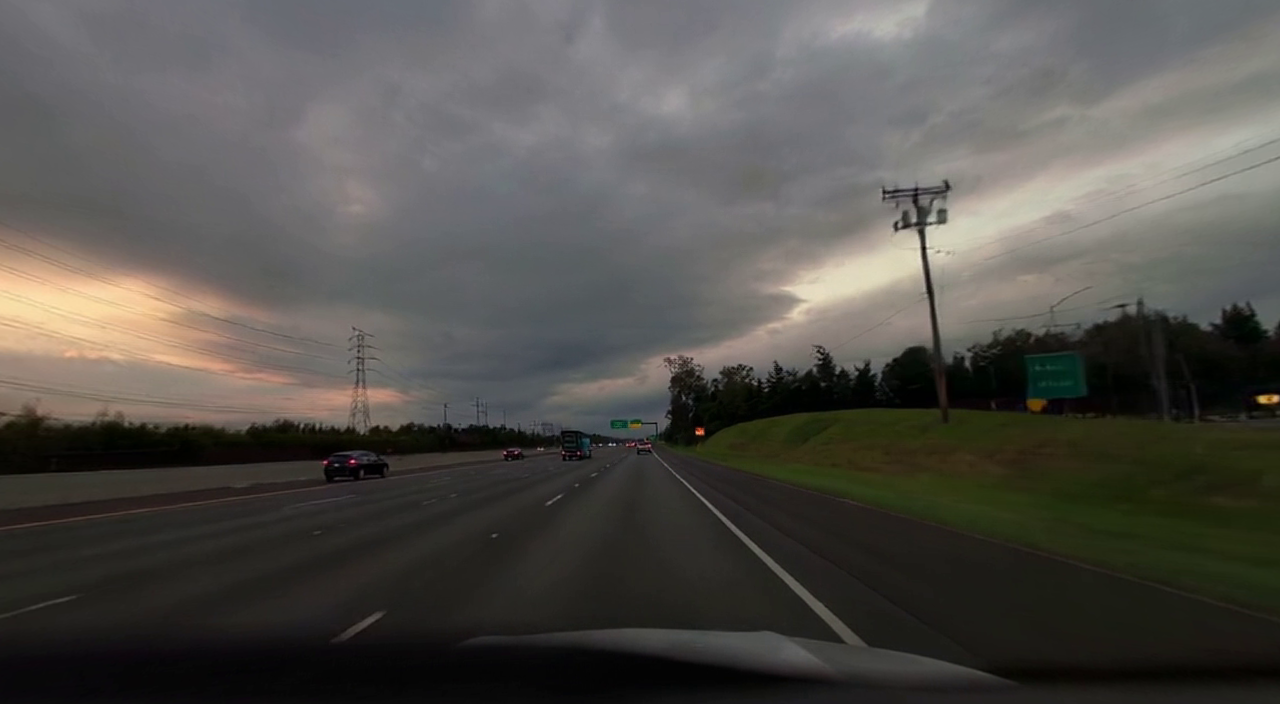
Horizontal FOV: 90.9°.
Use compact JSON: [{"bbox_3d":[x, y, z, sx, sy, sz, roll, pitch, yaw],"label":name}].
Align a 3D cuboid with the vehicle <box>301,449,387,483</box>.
[{"bbox_3d":[-14.217,5.491,30.626,1.988,1.477,4.442,0,-8,1],"label":"vehicle"}]
